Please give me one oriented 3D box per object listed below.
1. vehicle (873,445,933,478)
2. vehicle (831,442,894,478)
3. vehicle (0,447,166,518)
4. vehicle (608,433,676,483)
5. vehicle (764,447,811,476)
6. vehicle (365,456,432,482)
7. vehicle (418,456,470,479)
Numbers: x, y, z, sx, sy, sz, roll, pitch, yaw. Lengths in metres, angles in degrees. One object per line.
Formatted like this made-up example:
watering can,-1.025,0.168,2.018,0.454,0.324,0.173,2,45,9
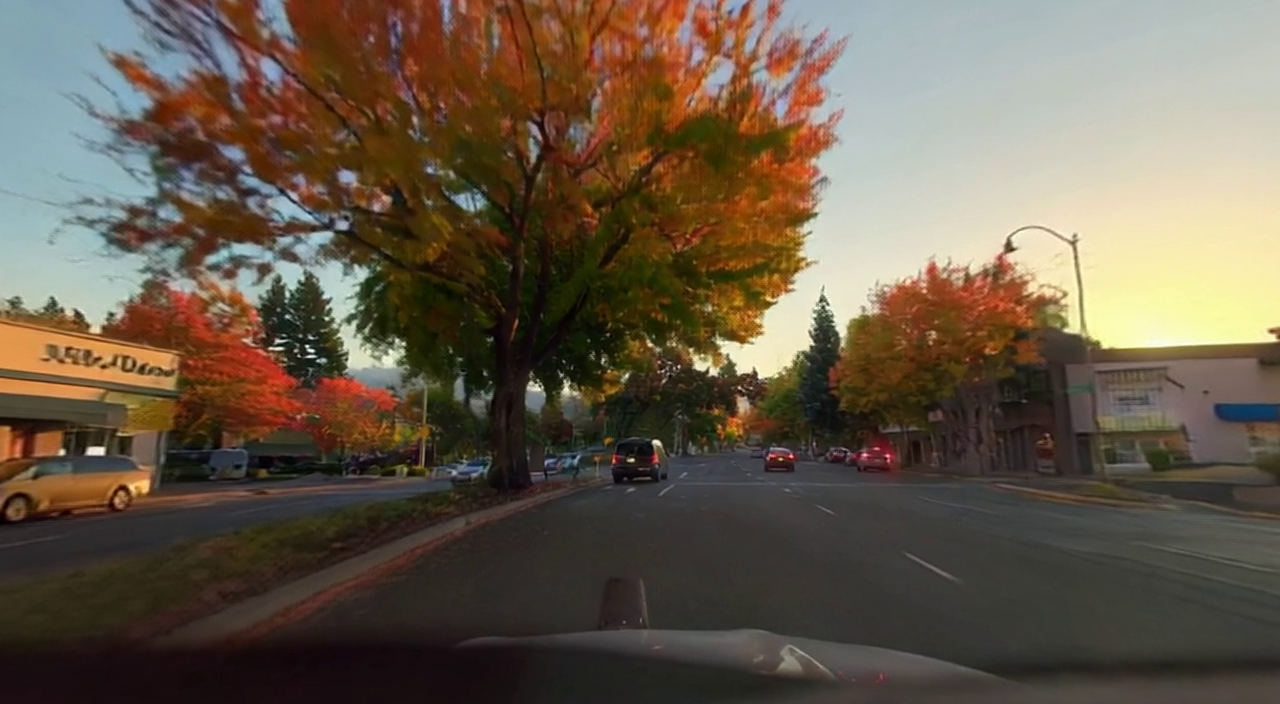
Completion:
vehicle,15.113,6.251,36.429,2.076,1.759,3.970,-1,-8,6
vehicle,11.594,5.614,33.216,2.040,1.738,4.414,-1,-8,5
vehicle,-16.915,3.624,18.094,1.914,1.785,5.408,-1,-9,7
vehicle,0.212,4.333,26.151,2.344,1.863,4.665,-1,-8,6
vehicle,8.016,5.948,34.695,1.886,1.464,4.290,-1,-8,5
vehicle,-14.471,7.021,38.035,1.797,1.351,4.300,-1,-9,8
vehicle,-13.599,8.018,44.117,1.877,1.445,4.436,-1,-8,5
